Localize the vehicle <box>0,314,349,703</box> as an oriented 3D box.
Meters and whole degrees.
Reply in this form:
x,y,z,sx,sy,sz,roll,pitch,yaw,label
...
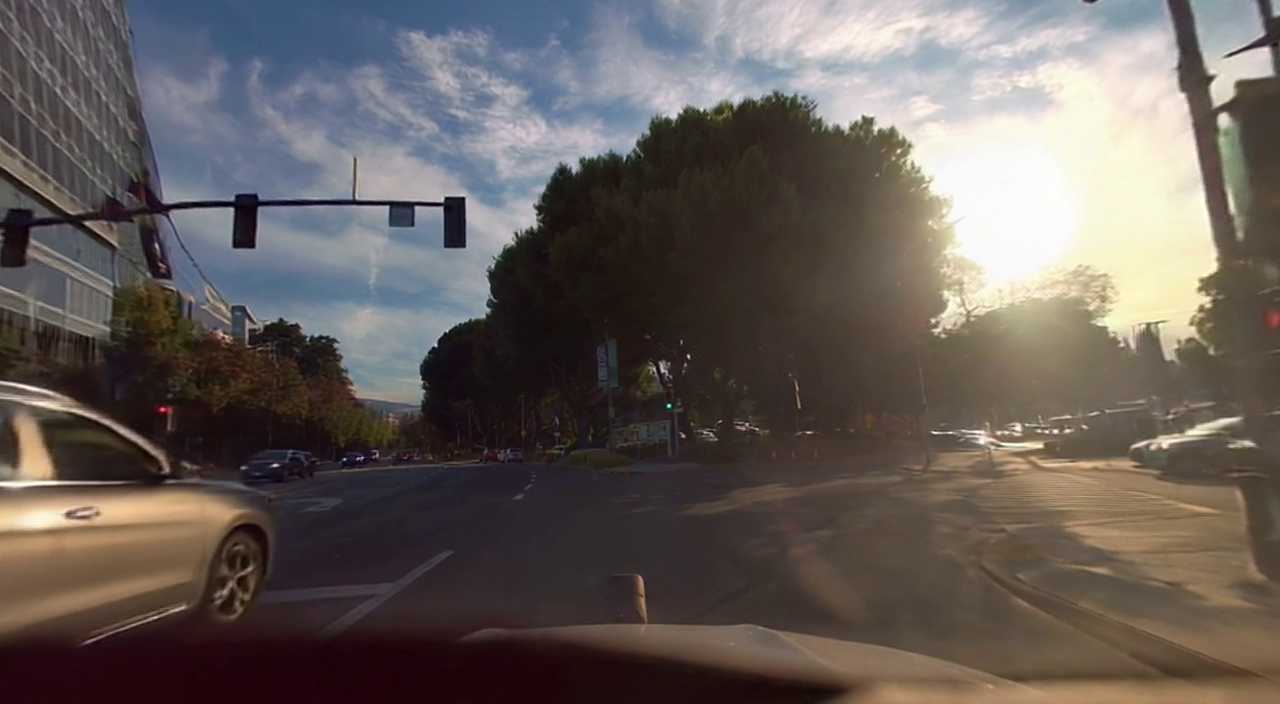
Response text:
x,y,z,sx,sy,sz,roll,pitch,yaw,label
-3.574,0.813,2.806,2.134,1.799,5.082,0,-9,0,vehicle

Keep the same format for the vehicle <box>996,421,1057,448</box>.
x,y,z,sx,sy,sz,roll,pitch,yaw,label
30.161,6.440,49.284,4.075,1.687,1.978,-1,-9,-28,vehicle

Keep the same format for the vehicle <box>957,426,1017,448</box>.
x,y,z,sx,sy,sz,roll,pitch,yaw,label
25.813,6.329,46.984,3.966,1.585,1.921,4,-10,-26,vehicle

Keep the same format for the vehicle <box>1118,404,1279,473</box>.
x,y,z,sx,sy,sz,roll,pitch,yaw,label
16.968,2.481,17.957,4.857,1.803,2.147,-4,-10,24,vehicle
